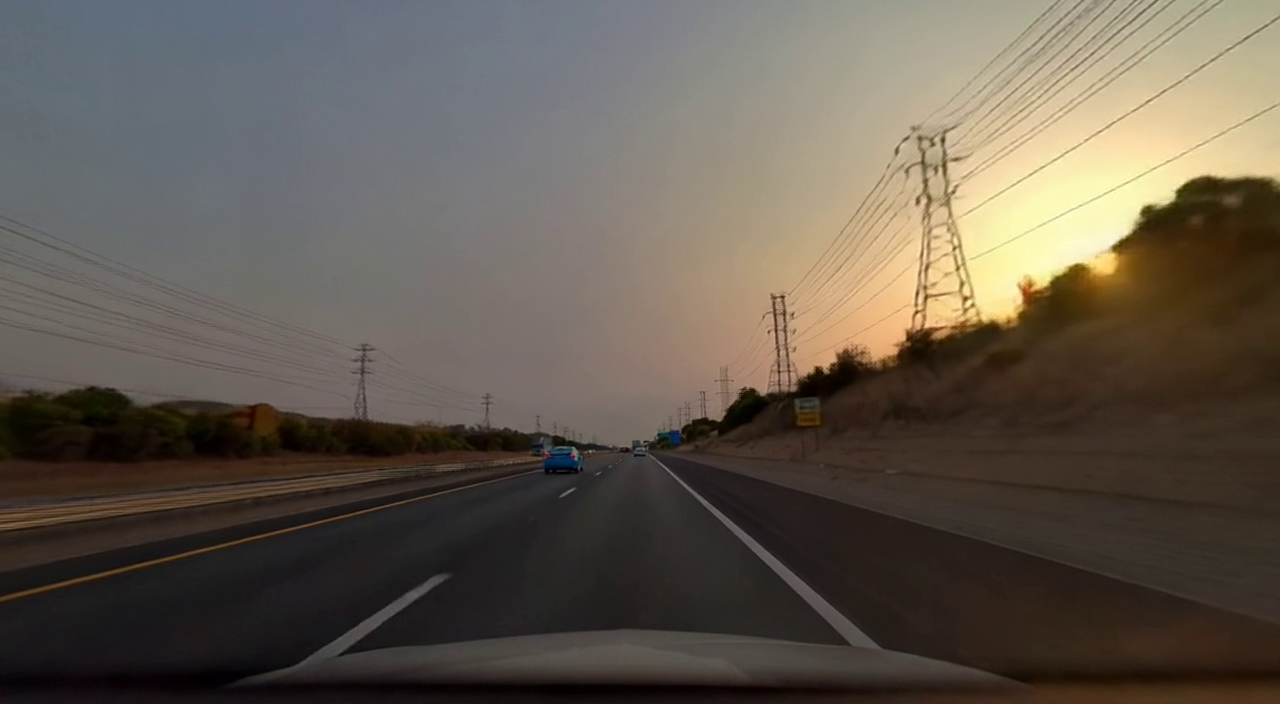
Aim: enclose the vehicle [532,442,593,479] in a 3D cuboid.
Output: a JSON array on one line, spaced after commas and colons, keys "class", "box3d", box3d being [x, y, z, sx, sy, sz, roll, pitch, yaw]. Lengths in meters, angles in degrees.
[{"class": "vehicle", "box3d": [-3.450, 4.951, 28.915, 2.106, 1.543, 4.465, 0, -9, 1]}]
